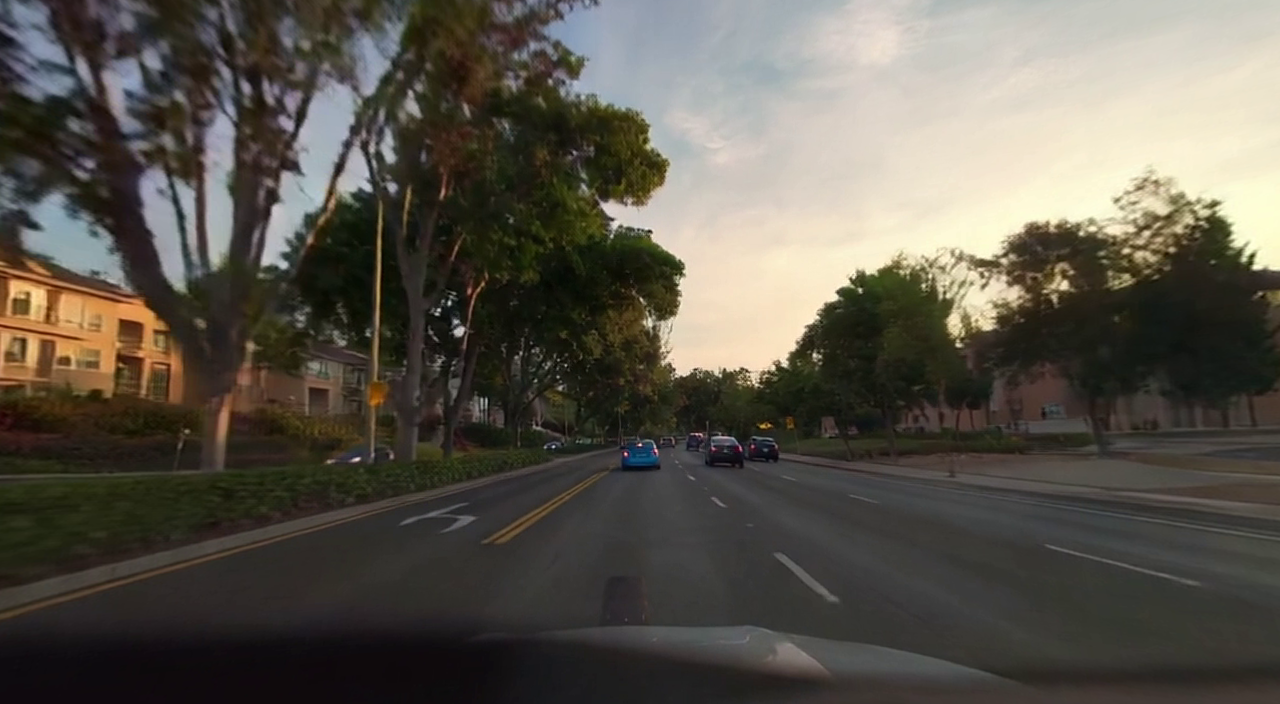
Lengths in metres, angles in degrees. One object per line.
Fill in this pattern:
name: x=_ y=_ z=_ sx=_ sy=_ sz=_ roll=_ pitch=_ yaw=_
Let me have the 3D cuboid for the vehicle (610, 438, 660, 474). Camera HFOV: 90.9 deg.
vehicle: x=-0.177 y=4.643 z=28.394 sx=2.102 sy=1.481 sz=3.907 roll=0 pitch=-8 yaw=1

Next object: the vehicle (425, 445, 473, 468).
vehicle: x=-13.271 y=7.247 z=44.011 sx=1.834 sy=1.459 sz=4.406 roll=0 pitch=-8 yaw=2

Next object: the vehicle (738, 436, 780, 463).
vehicle: x=7.906 y=6.522 z=42.124 sx=1.972 sy=1.700 sz=4.269 roll=0 pitch=-8 yaw=0

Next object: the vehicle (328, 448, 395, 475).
vehicle: x=-16.933 y=6.642 z=38.550 sx=1.923 sy=1.469 sz=4.537 roll=0 pitch=-8 yaw=1

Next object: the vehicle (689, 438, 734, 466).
vehicle: x=4.118 y=5.832 z=37.013 sx=2.067 sy=1.514 sz=4.188 roll=0 pitch=-8 yaw=-1
